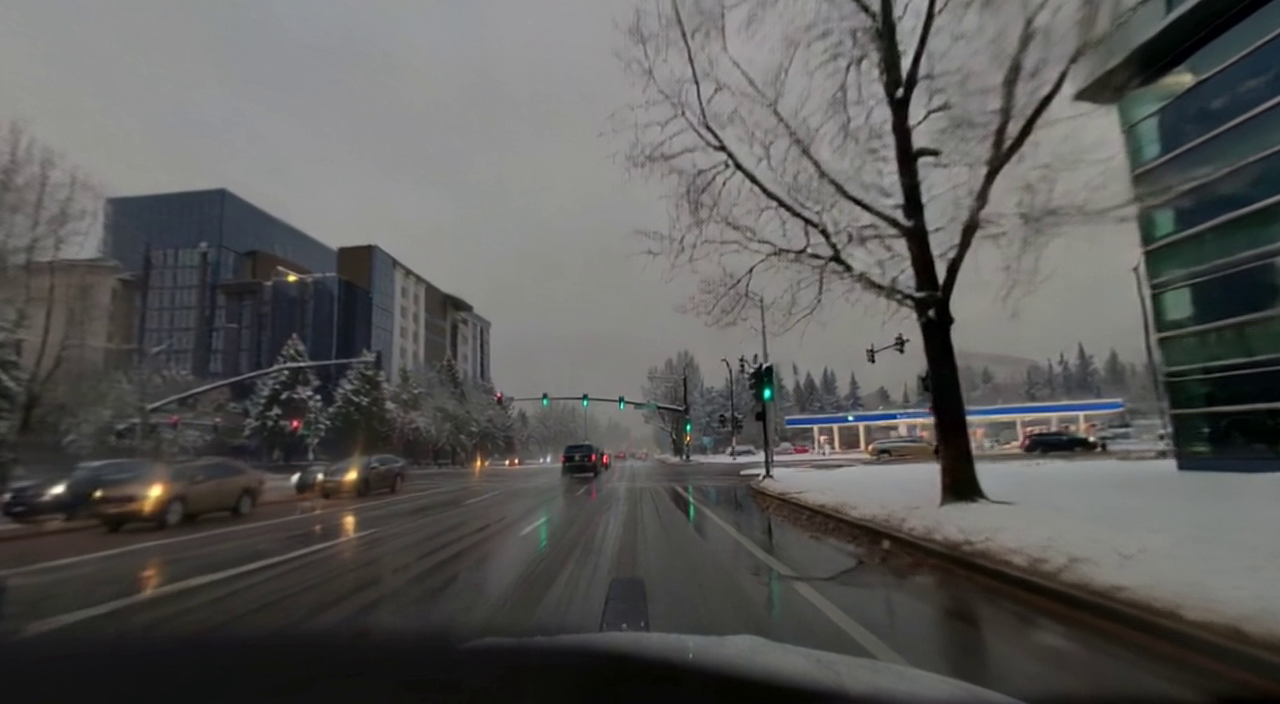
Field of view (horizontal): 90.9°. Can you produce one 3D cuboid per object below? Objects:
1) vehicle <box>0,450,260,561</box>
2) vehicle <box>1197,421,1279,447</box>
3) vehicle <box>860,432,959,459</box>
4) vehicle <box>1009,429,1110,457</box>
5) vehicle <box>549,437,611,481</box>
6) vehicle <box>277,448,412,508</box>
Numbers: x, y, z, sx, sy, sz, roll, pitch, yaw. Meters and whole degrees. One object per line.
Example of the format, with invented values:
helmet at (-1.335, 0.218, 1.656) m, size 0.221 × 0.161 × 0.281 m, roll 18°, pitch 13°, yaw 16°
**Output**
vehicle at (-9.475, 2.613, 11.582) m, size 1.965 × 1.541 × 4.718 m, roll 0°, pitch -8°, yaw 1°
vehicle at (34.862, 4.623, 35.357) m, size 4.849 × 1.399 × 2.057 m, roll -2°, pitch -8°, yaw 17°
vehicle at (17.563, 6.129, 41.273) m, size 5.708 × 1.585 × 2.070 m, roll -4°, pitch -7°, yaw 22°
vehicle at (25.538, 5.580, 38.537) m, size 4.700 × 1.579 × 1.823 m, roll -4°, pitch -8°, yaw 19°
vehicle at (-3.097, 5.717, 34.135) m, size 2.602 × 2.091 × 6.347 m, roll 0°, pitch -8°, yaw 1°
vehicle at (-9.174, 3.906, 20.088) m, size 2.068 × 1.659 × 4.509 m, roll 0°, pitch -8°, yaw 1°
